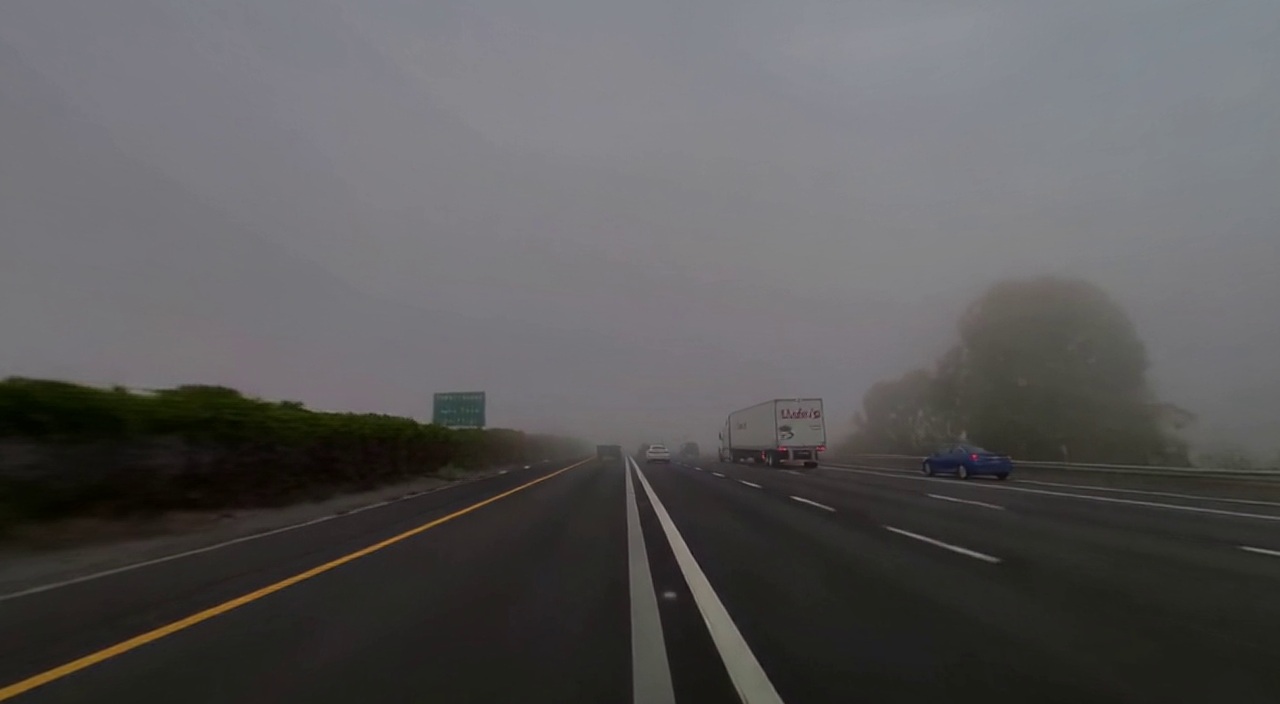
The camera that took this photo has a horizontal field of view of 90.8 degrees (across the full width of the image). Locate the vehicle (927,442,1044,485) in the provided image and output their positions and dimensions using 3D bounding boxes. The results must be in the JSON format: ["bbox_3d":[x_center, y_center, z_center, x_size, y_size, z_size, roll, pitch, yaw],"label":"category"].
[{"bbox_3d":[13.074,4.219,24.276,1.862,1.462,4.459,0,-9,-1],"label":"vehicle"}]

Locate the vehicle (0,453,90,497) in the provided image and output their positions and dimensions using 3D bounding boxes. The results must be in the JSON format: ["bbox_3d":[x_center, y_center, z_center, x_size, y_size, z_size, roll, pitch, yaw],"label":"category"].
[{"bbox_3d":[-25.088,4.876,25.272,1.942,1.579,4.642,0,-9,0],"label":"vehicle"}]

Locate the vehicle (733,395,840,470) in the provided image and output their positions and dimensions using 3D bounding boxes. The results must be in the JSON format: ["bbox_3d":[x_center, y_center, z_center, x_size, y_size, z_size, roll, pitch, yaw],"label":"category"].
[{"bbox_3d":[9.233,5.645,42.990,2.892,4.128,16.495,0,-9,-2],"label":"vehicle"}]
